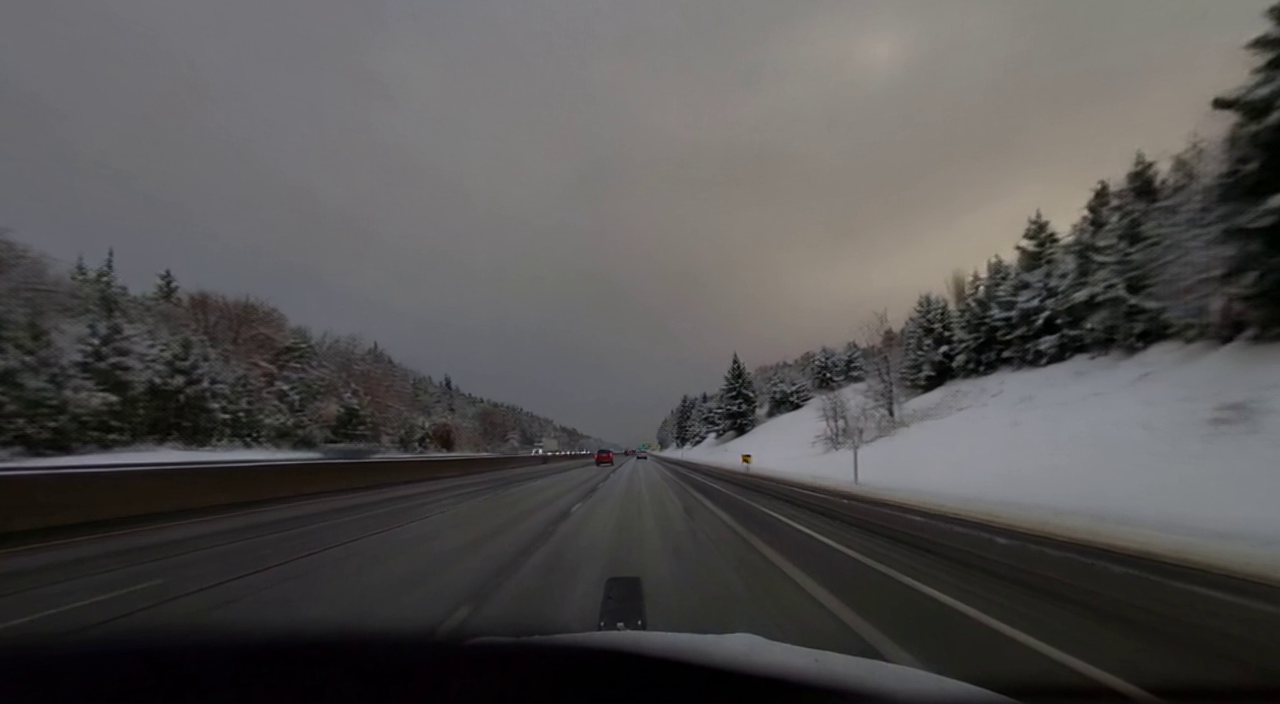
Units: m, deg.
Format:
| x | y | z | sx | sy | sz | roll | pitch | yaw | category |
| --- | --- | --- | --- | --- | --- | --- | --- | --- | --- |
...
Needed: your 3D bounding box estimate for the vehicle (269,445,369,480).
| x | y | z | sx | sy | sz | roll | pitch | yaw | category |
| --- | --- | --- | --- | --- | --- | --- | --- | --- | --- |
| -14.953 | 5.149 | 29.703 | 2.188 | 1.465 | 4.763 | 0 | -9 | 0 | vehicle |
